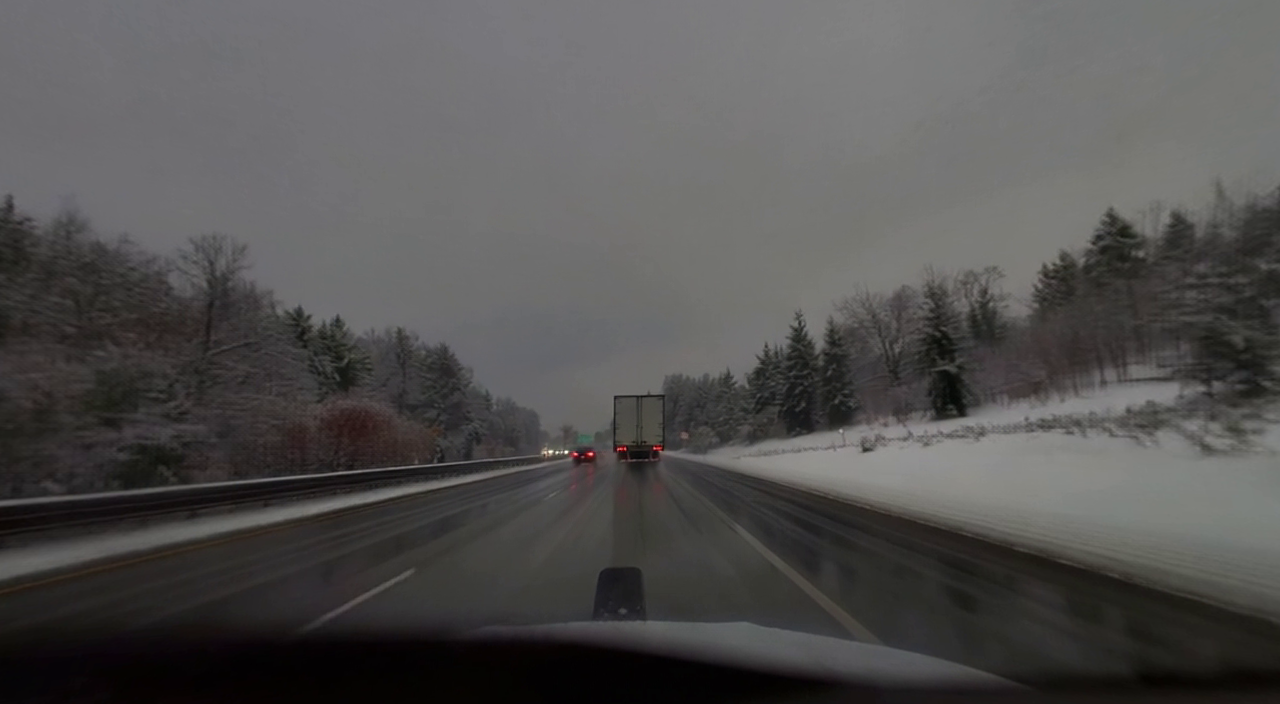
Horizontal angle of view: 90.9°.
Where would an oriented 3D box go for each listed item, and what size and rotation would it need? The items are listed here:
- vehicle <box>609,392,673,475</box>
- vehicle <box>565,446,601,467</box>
[{"bbox_3d":[0.057,4.568,34.375,2.959,3.828,9.617,0,-9,0],"label":"vehicle"},{"bbox_3d":[-4.197,7.814,47.126,2.206,1.478,4.824,0,-9,0],"label":"vehicle"}]
